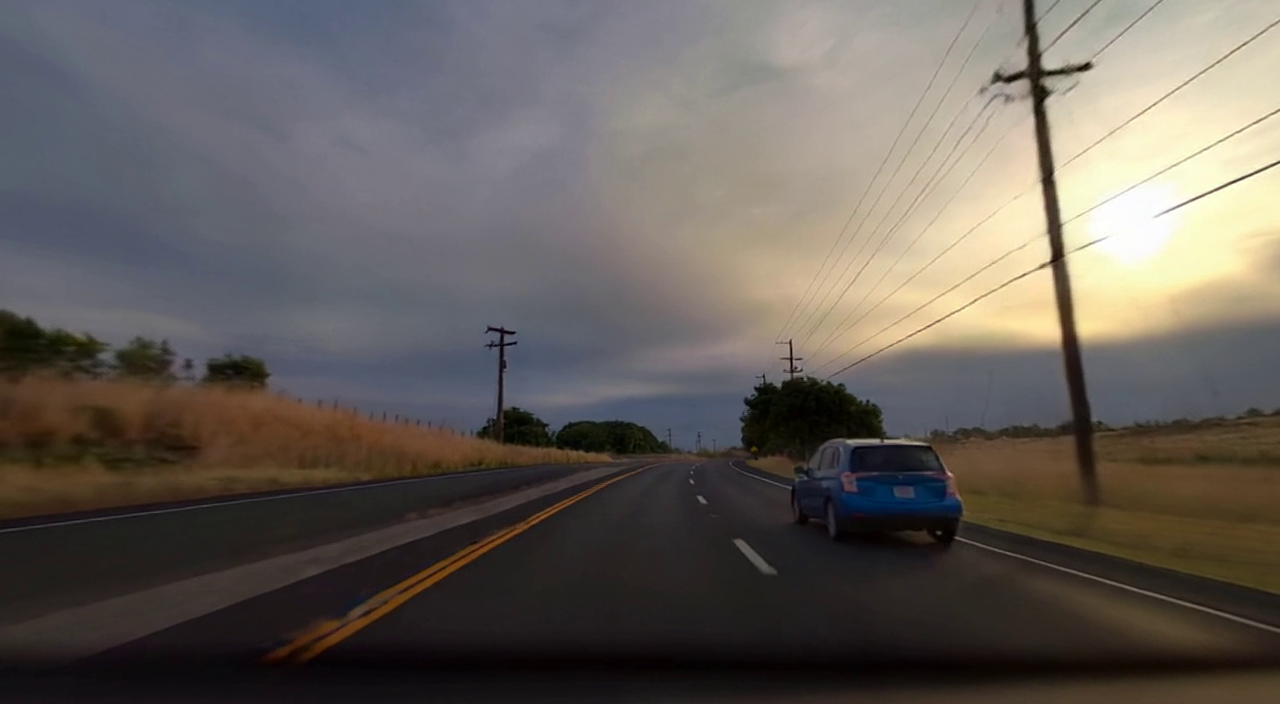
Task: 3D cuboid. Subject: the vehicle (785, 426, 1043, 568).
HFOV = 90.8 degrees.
[{"bbox_3d":[3.819,2.088,9.827,2.135,1.692,4.185,0,-9,0],"label":"vehicle"}]
